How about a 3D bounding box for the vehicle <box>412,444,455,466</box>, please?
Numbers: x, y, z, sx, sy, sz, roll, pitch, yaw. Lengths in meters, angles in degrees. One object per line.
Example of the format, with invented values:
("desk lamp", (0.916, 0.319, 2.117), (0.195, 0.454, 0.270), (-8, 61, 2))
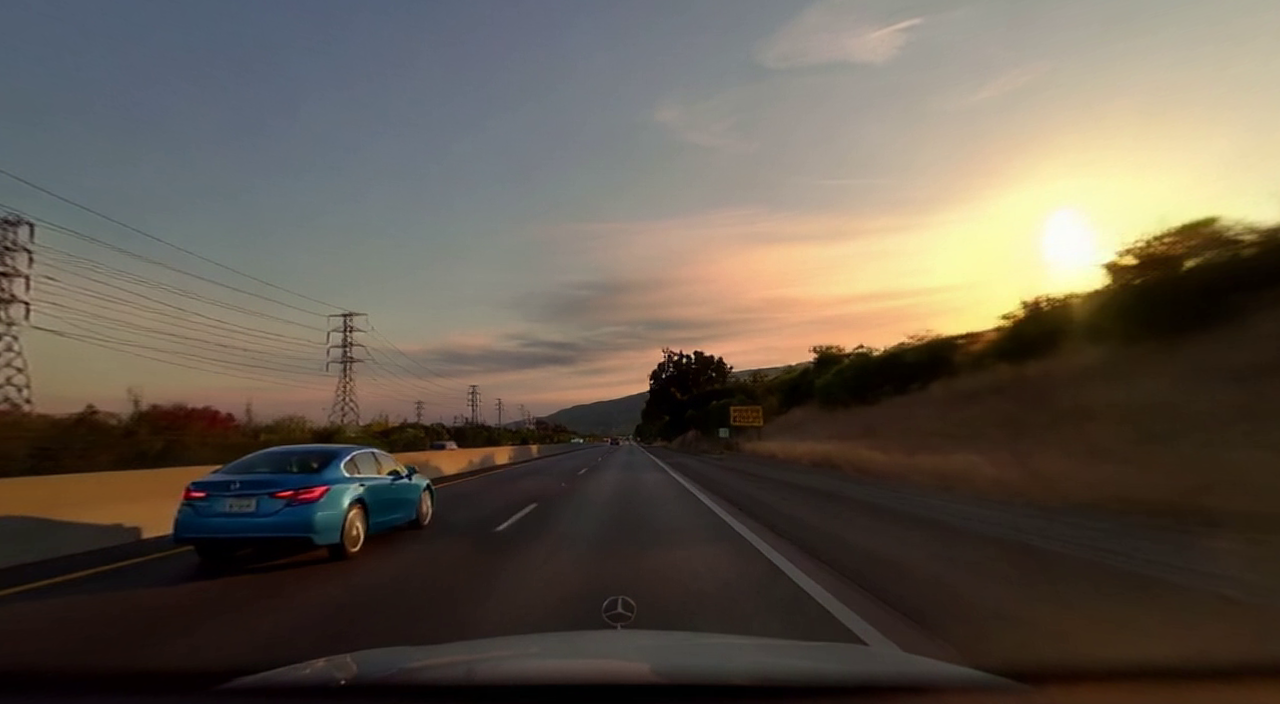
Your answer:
("vehicle", (-15.556, 7.765, 47.657), (1.840, 1.553, 4.155), (0, -8, -1))
